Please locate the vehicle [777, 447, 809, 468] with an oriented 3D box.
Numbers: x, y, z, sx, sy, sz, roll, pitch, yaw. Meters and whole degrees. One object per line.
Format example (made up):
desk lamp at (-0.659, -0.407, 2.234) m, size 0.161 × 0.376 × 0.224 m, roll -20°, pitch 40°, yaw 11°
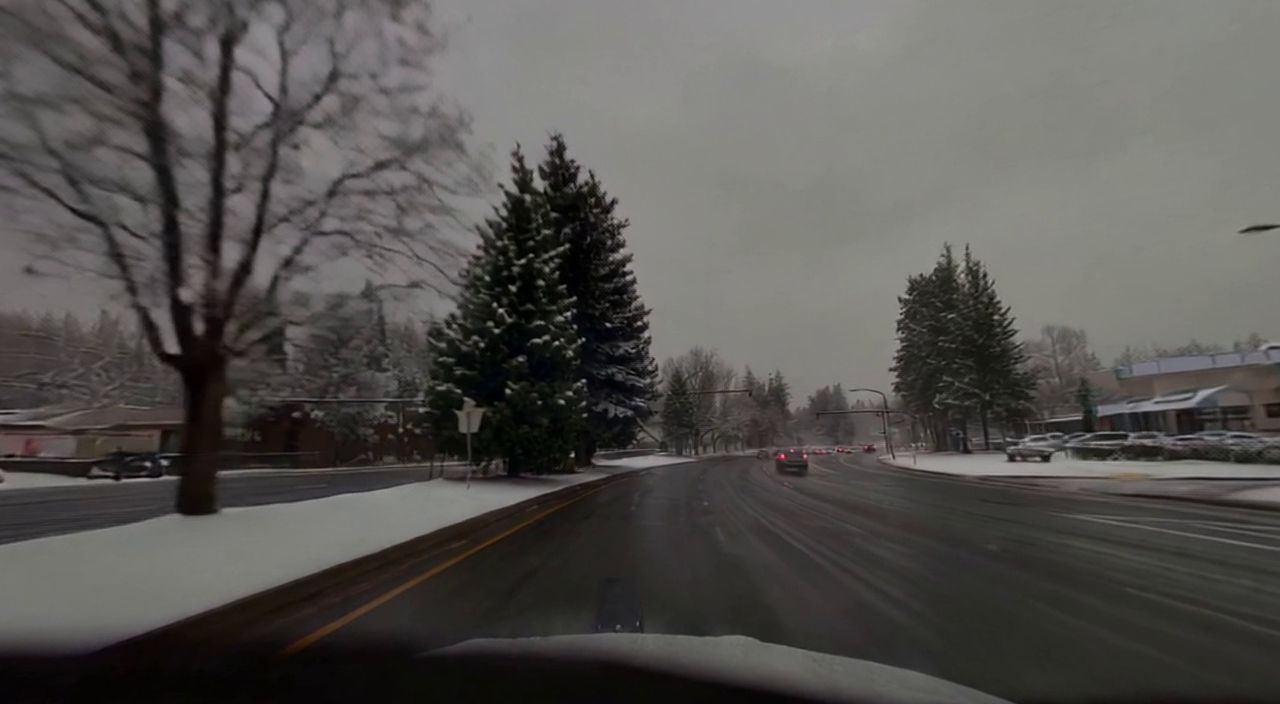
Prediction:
vehicle at (11.579, 7.965, 47.907) m, size 1.988 × 1.460 × 3.996 m, roll -2°, pitch -9°, yaw 9°
